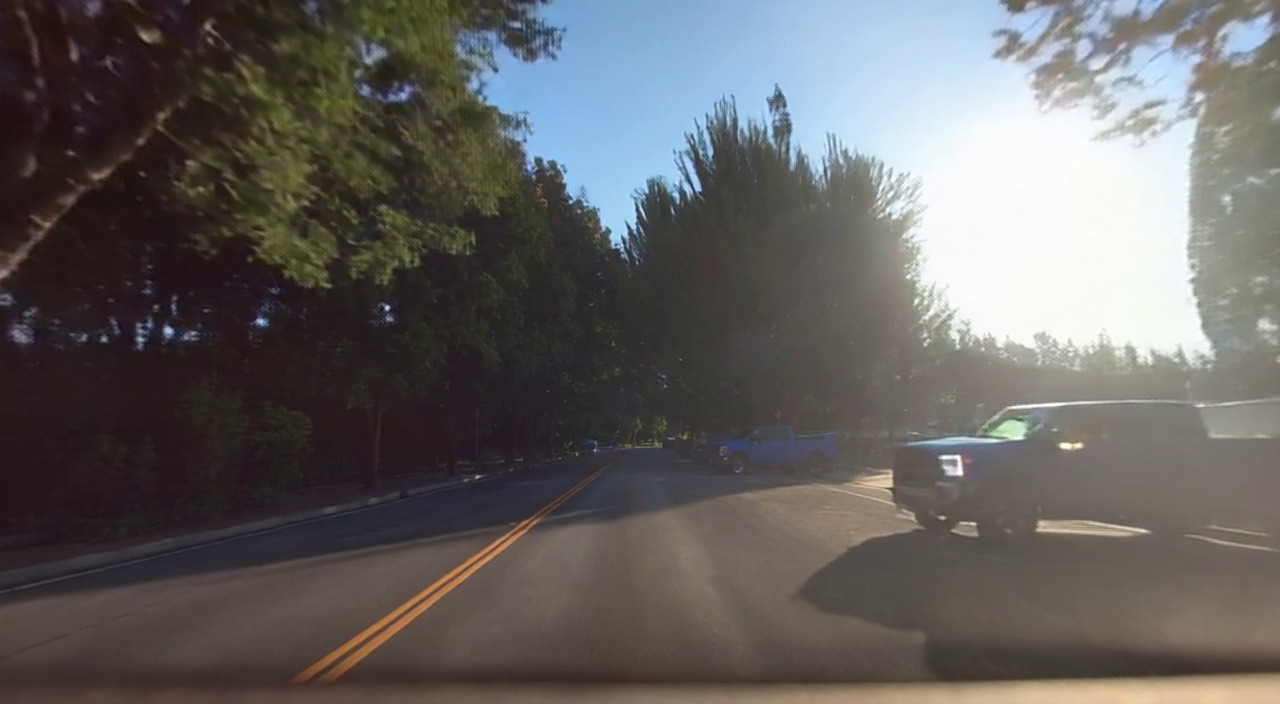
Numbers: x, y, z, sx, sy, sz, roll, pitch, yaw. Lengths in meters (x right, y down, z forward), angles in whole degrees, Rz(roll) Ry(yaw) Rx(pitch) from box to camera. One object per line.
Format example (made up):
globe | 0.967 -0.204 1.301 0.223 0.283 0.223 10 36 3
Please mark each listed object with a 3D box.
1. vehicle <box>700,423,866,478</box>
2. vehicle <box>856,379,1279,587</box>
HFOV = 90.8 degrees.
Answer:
vehicle | 6.213 4.389 28.223 6.645 2.298 2.763 0 -9 -3
vehicle | 6.009 1.492 7.700 5.797 2.070 2.502 0 -8 -1
